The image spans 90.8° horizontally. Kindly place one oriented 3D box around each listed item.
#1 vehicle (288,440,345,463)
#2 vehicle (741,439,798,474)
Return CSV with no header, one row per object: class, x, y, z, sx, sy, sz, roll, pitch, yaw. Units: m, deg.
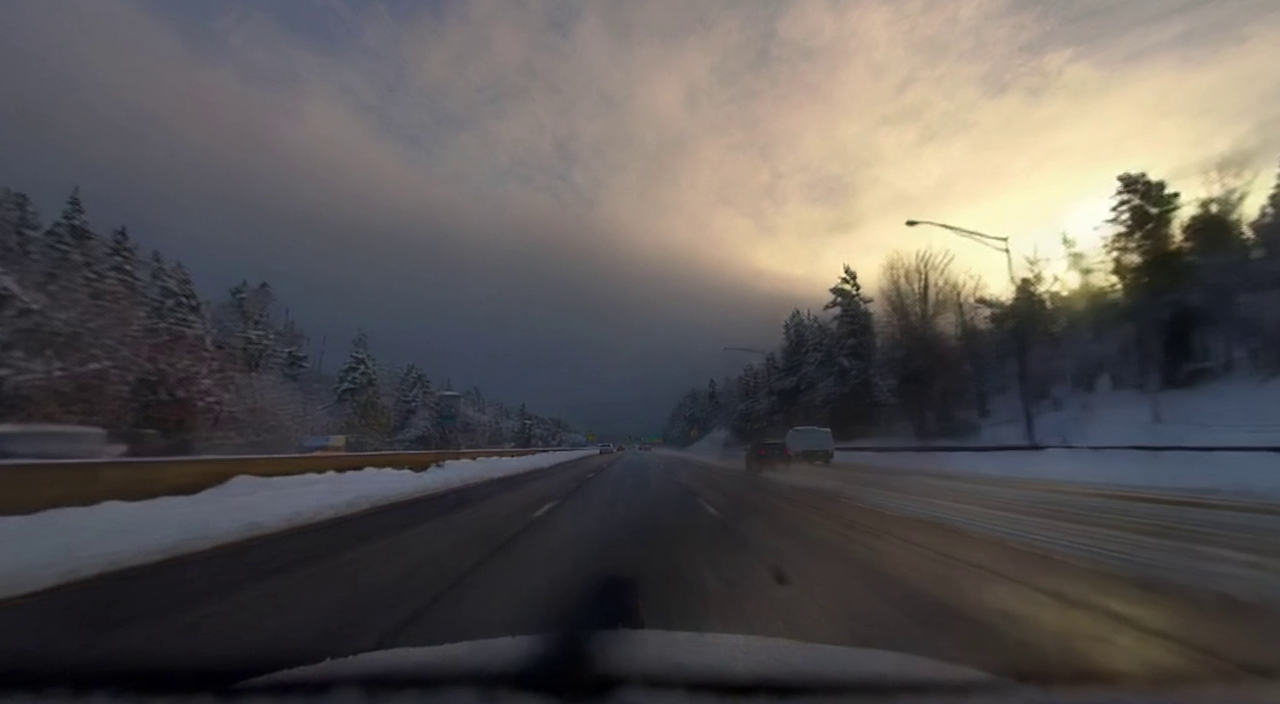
vehicle,-25.248,7.823,49.541,1.928,1.692,4.781,0,-9,0
vehicle,6.789,5.533,33.519,2.081,1.705,3.926,0,-9,-1
